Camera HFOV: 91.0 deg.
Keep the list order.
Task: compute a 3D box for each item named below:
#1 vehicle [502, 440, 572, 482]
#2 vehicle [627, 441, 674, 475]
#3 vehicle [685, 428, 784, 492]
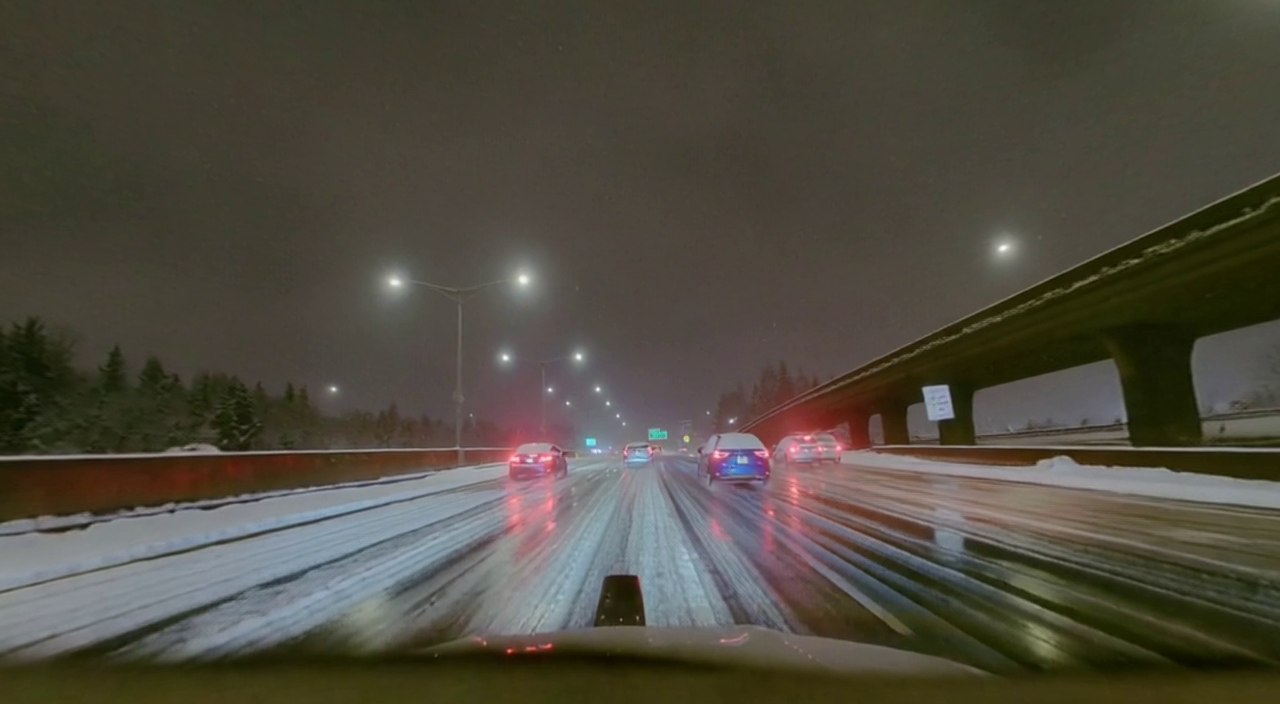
[{"bbox_3d":[-3.956,4.275,24.910,2.031,1.491,4.145,0,-8,1],"label":"vehicle"},{"bbox_3d":[0.465,4.971,29.838,2.089,1.493,3.964,0,-8,0],"label":"vehicle"},{"bbox_3d":[2.753,3.295,19.502,2.202,1.748,4.158,1,-8,-3],"label":"vehicle"}]
